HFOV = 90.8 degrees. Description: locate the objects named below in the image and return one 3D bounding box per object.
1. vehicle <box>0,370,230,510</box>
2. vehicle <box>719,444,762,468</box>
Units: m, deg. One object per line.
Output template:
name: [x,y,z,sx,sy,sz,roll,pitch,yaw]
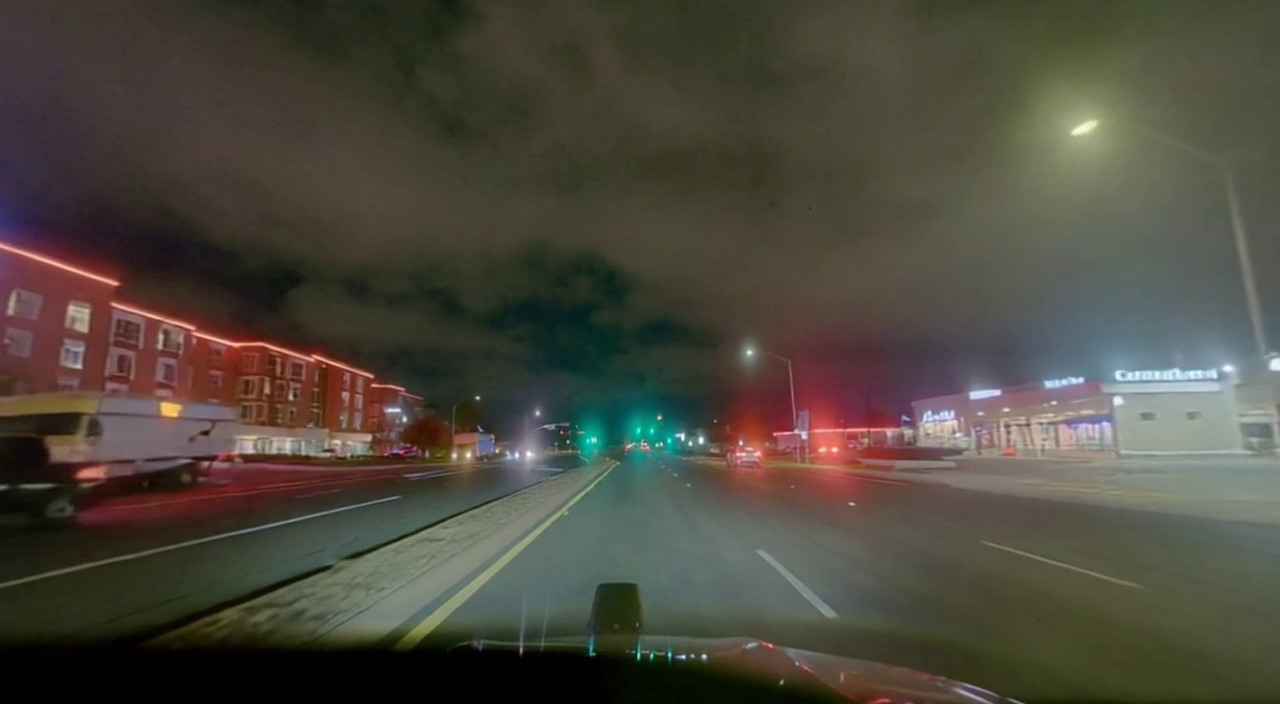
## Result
vehicle: [-18.736,3.072,21.931,2.982,3.900,8.593,0,-9,1]
vehicle: [6.445,6.677,40.863,1.916,1.437,4.327,0,-9,-2]
